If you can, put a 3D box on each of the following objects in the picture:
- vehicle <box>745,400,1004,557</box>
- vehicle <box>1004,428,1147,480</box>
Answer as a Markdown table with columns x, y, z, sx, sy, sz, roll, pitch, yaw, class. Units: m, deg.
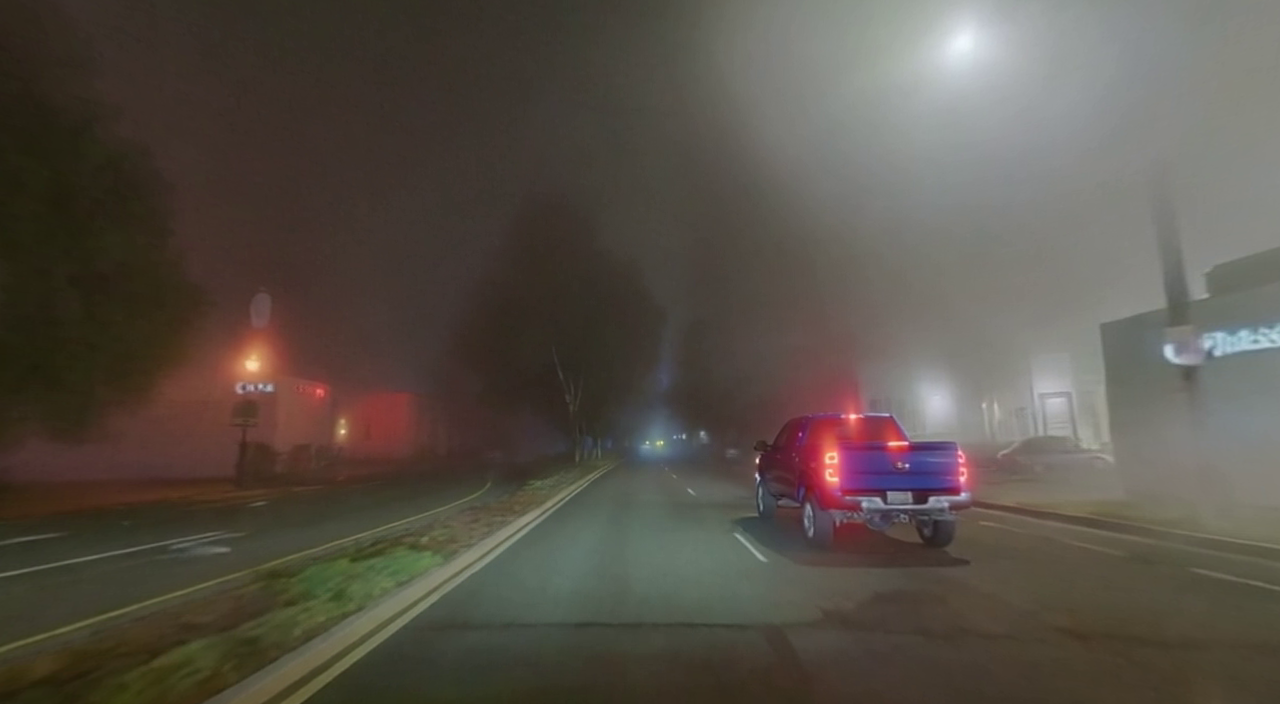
| x | y | z | sx | sy | sz | roll | pitch | yaw | class |
| --- | --- | --- | --- | --- | --- | --- | --- | --- | --- |
| 3.217 | 1.889 | 10.169 | 2.085 | 1.828 | 5.383 | 0 | -8 | 0 | vehicle |
| 15.995 | 3.767 | 23.504 | 1.952 | 1.691 | 4.743 | 0 | -8 | 0 | vehicle |
